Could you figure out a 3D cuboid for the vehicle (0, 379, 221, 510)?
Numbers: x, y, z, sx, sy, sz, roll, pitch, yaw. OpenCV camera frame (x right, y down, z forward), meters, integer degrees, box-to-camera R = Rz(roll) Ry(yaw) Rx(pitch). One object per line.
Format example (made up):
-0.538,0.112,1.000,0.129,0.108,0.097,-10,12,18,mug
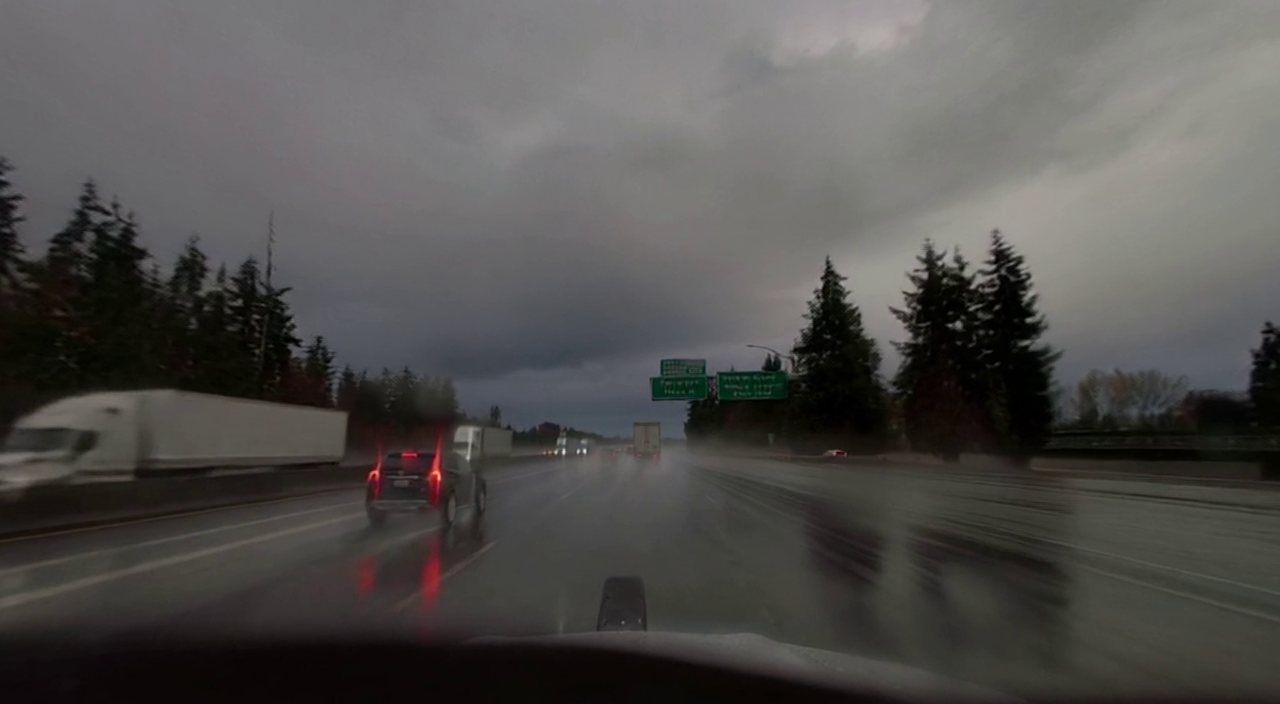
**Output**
-17.559,3.062,20.953,2.974,3.730,5.926,0,-9,0,vehicle

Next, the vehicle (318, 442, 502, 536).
-4.127,2.502,12.146,1.945,1.488,4.043,0,-9,1,vehicle
